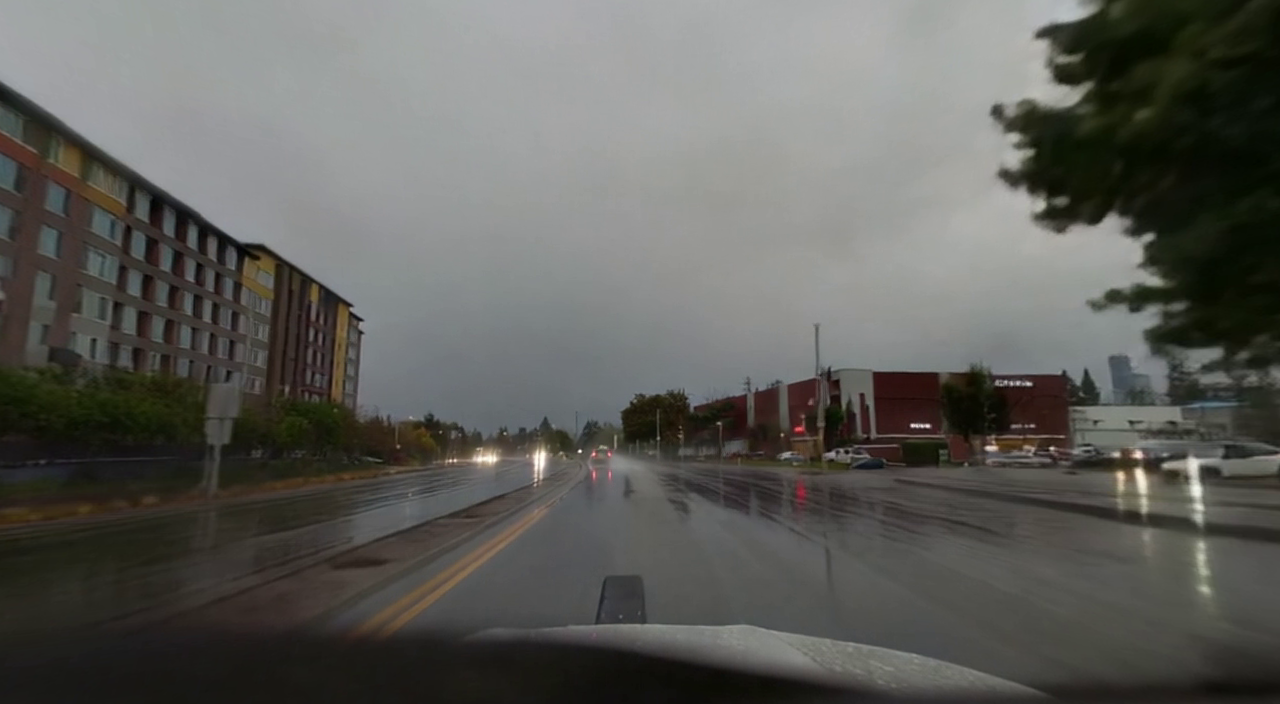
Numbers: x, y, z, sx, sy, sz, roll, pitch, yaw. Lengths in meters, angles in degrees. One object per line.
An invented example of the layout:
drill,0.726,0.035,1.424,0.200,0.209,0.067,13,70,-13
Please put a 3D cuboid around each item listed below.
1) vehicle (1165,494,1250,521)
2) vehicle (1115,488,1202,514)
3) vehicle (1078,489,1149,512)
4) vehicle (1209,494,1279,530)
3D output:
vehicle,34.741,9.521,38.732,3.528,1.442,1.620,0,-8,1
vehicle,34.198,9.818,41.764,3.968,1.517,1.867,0,-10,5
vehicle,35.208,11.044,47.070,3.738,1.499,1.843,0,-9,4
vehicle,33.768,8.490,33.574,4.822,1.656,2.035,0,-9,5
